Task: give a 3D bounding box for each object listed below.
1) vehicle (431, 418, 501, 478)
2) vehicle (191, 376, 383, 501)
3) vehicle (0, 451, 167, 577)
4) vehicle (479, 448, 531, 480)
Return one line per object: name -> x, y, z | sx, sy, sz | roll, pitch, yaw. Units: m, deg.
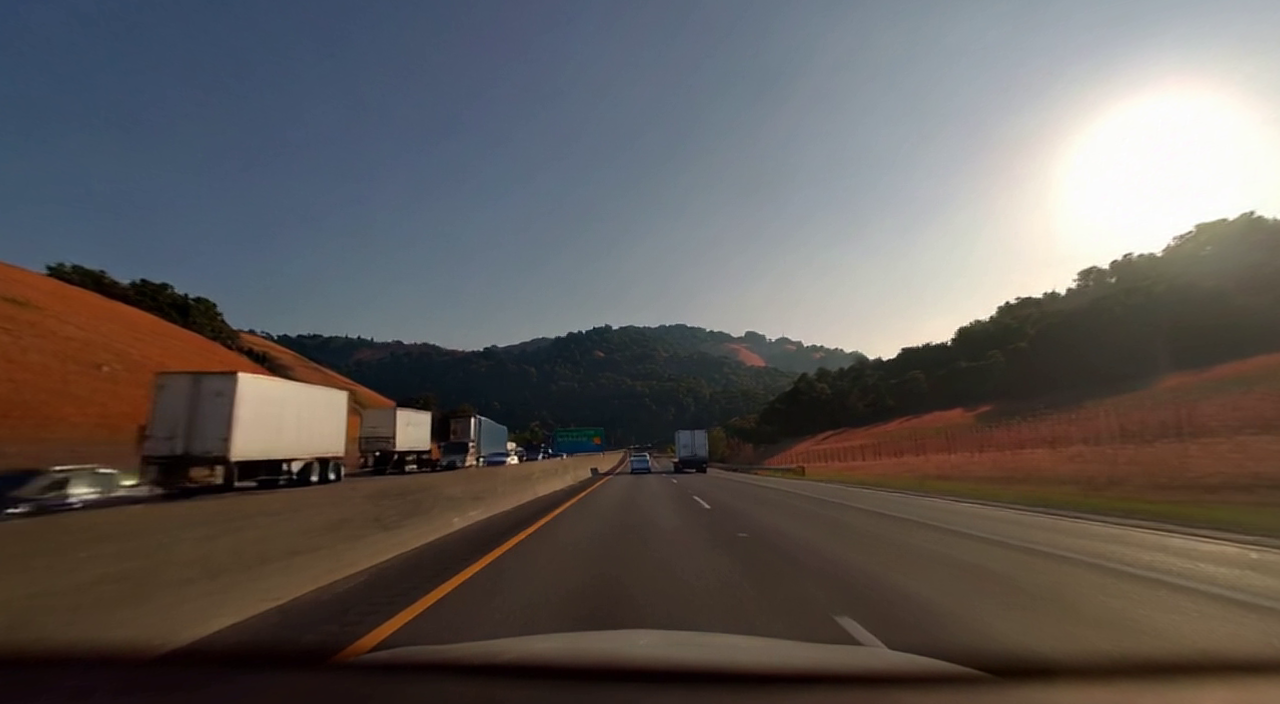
vehicle -> -12.310, 6.856, 45.265 | 3.159, 3.955, 6.511 | 0, -9, 0
vehicle -> -12.545, 3.236, 23.380 | 3.048, 3.943, 6.642 | 0, -9, 0
vehicle -> -8.560, 2.037, 8.144 | 1.844, 1.467, 3.930 | 0, -9, 0
vehicle -> -8.609, 7.174, 40.693 | 2.153, 1.897, 5.058 | 0, -9, 1
